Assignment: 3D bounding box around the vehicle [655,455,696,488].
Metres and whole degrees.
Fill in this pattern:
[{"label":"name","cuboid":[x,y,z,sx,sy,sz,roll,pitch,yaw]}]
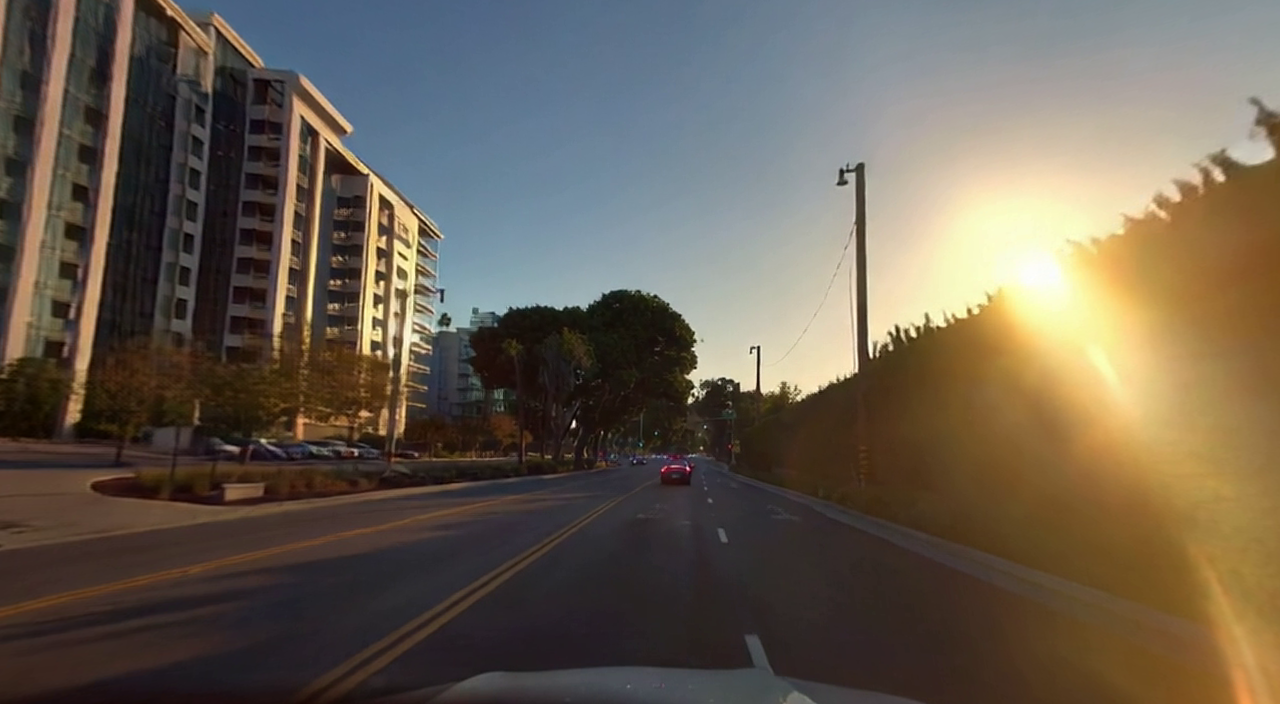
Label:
[{"label":"vehicle","cuboid":[1.969,6.440,33.864,2.067,1.629,3.858,0,-10,5]}]
